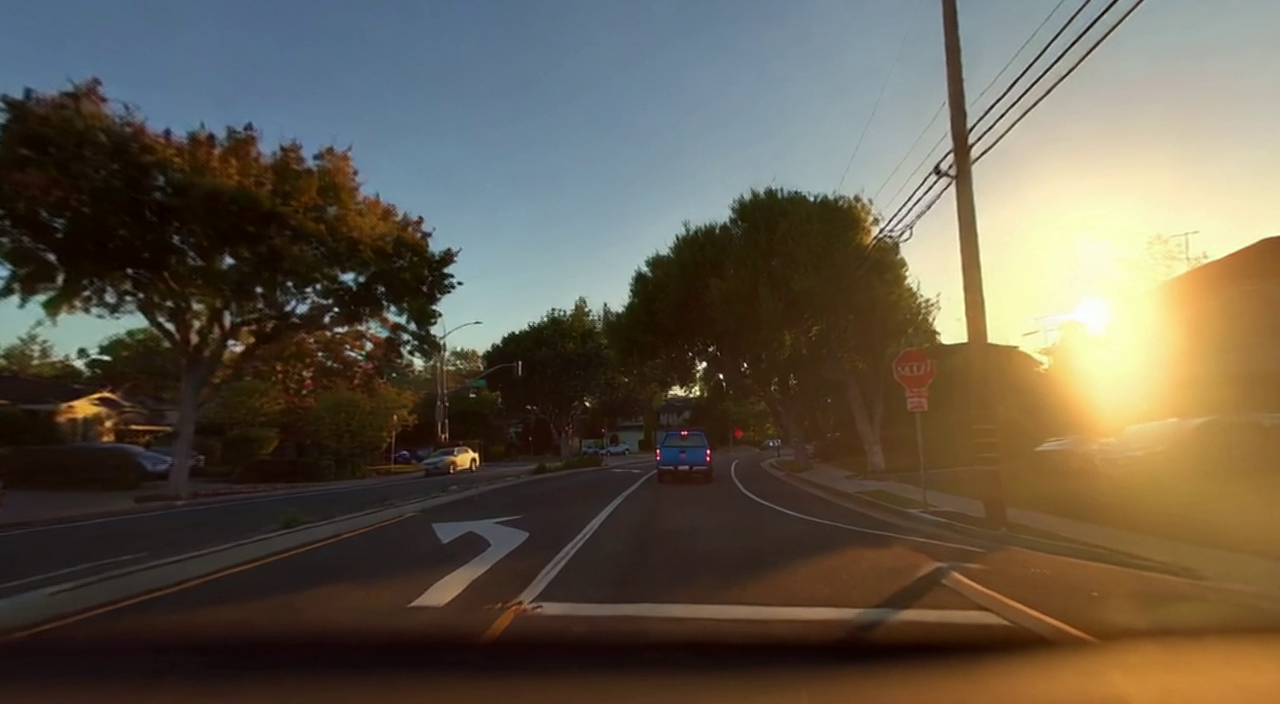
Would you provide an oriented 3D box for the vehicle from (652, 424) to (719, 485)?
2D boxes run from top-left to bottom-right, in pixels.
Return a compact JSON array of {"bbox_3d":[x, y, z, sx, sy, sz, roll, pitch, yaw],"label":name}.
[{"bbox_3d":[1.723,3.688,22.837,2.153,1.942,4.767,-1,-9,6],"label":"vehicle"}]

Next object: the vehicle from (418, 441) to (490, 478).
[{"bbox_3d":[-10.468,6.037,35.978,2.053,1.822,4.852,-3,-7,9],"label":"vehicle"}]

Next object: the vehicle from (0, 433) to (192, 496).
[{"bbox_3d":[-20.689,4.269,24.253,5.208,1.960,2.385,-3,-8,-2],"label":"vehicle"}]
